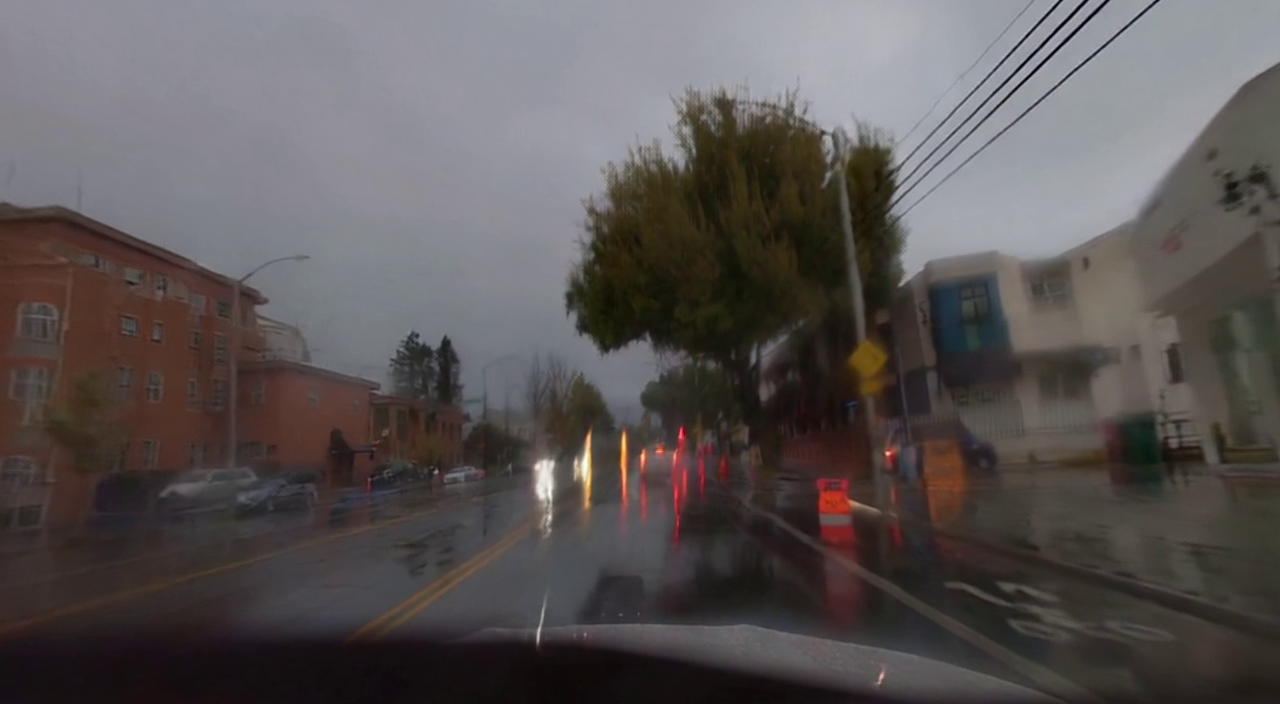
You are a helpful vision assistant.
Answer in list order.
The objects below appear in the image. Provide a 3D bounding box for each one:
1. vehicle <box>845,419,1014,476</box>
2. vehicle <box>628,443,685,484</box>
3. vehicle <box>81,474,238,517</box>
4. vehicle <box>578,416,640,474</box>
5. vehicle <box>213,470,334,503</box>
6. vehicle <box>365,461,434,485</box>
[{"bbox_3d":[10.187,3.397,22.574,4.859,1.914,2.333,0,-9,-2],"label":"vehicle"},{"bbox_3d":[0.688,4.506,25.806,2.159,1.506,4.086,0,-9,2],"label":"vehicle"},{"bbox_3d":[-19.692,5.868,26.068,4.696,1.513,2.243,-1,-8,3],"label":"vehicle"},{"bbox_3d":[-1.772,6.223,42.229,2.977,3.271,12.748,0,-9,2],"label":"vehicle"},{"bbox_3d":[-18.789,6.900,32.504,4.952,1.510,2.115,-1,-9,5],"label":"vehicle"},{"bbox_3d":[-18.107,9.100,47.631,4.397,1.698,1.932,-1,-9,6],"label":"vehicle"}]
